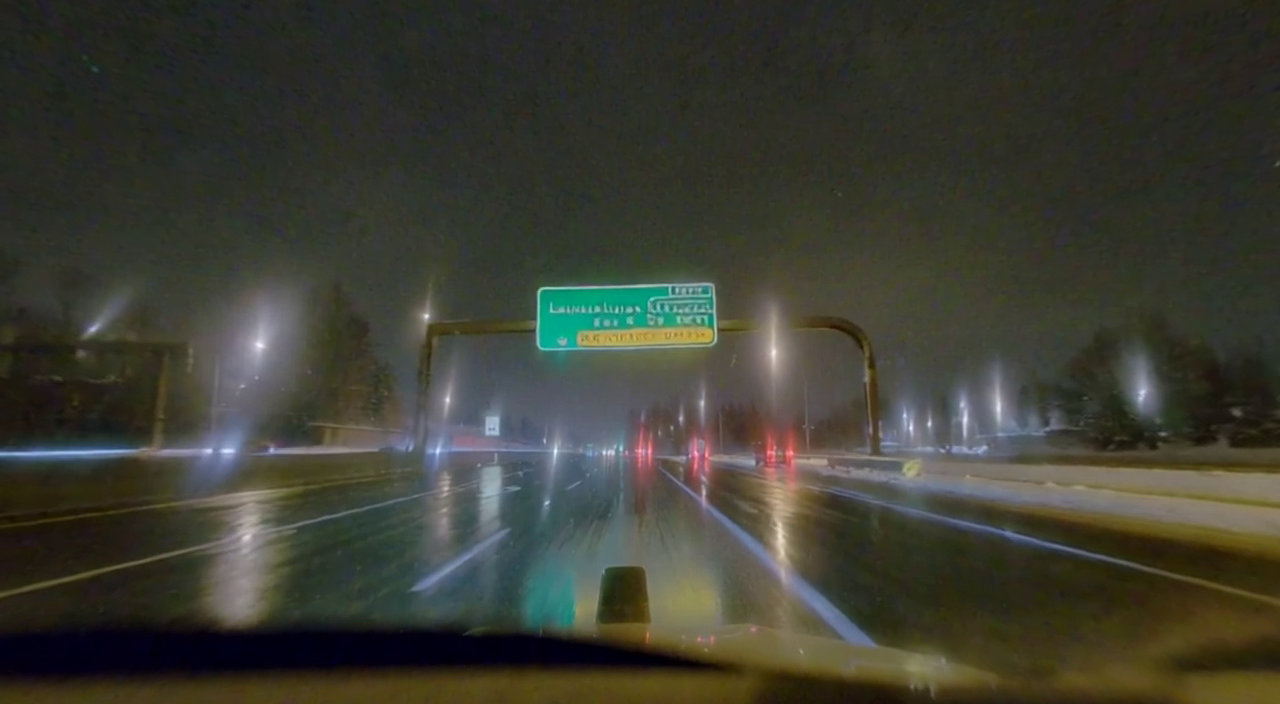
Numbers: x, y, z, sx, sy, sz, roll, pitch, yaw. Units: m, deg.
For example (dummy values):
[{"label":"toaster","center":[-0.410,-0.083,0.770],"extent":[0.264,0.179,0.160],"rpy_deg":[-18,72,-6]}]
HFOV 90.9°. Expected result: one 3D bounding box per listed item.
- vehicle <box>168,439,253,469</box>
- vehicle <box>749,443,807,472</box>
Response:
[{"label":"vehicle","center":[-26.405,6.296,38.936],"extent":[2.081,1.712,4.467],"rpy_deg":[0,-9,0]},{"label":"vehicle","center":[7.771,6.014,36.030],"extent":[2.031,1.524,4.657],"rpy_deg":[0,-9,-3]}]
